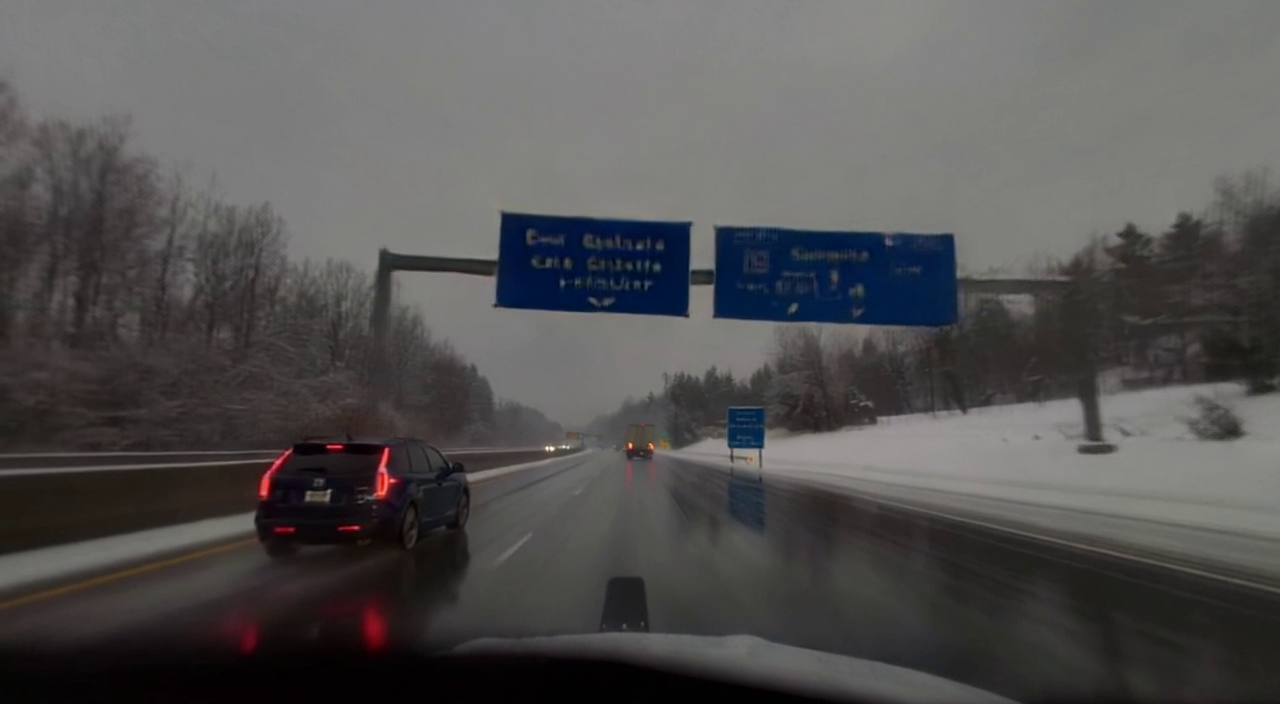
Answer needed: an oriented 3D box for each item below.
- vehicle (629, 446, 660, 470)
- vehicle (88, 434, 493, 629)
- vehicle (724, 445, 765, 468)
[{"bbox_3d":[0.286,6.768,40.310,1.859,1.478,3.799,0,-9,0],"label":"vehicle"},{"bbox_3d":[-3.259,1.735,7.173,2.012,1.500,4.452,0,-9,1],"label":"vehicle"},{"bbox_3d":[7.680,7.731,46.639,2.081,1.576,5.604,0,-9,0],"label":"vehicle"}]
